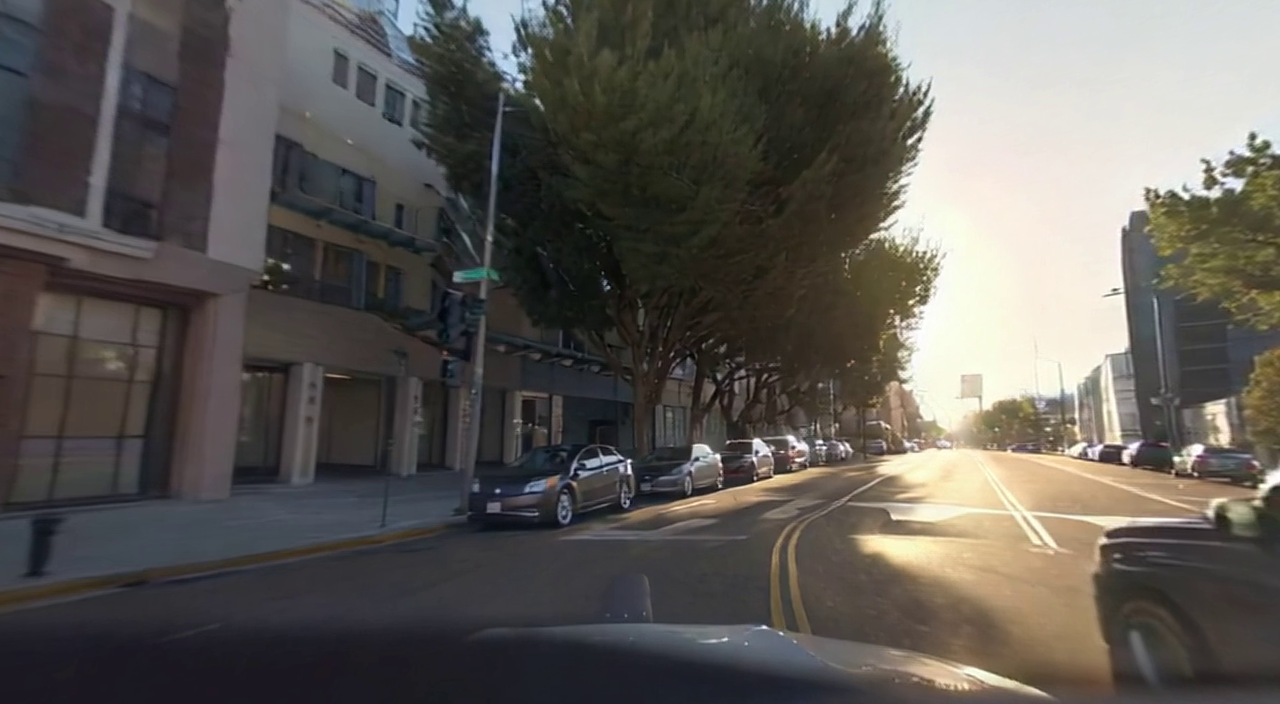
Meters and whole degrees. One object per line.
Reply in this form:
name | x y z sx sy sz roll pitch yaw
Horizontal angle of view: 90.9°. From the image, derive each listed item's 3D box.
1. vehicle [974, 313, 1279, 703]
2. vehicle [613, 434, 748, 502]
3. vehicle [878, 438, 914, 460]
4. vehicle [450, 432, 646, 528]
vehicle | 3.821 0.735 2.119 2.411 1.899 5.993 0 -8 3
vehicle | 1.345 3.249 18.251 2.179 1.658 4.765 -4 -9 27
vehicle | 18.039 6.800 44.311 1.852 1.465 4.092 -4 -9 27
vehicle | -1.669 2.526 13.150 1.922 1.628 4.291 -4 -9 26
